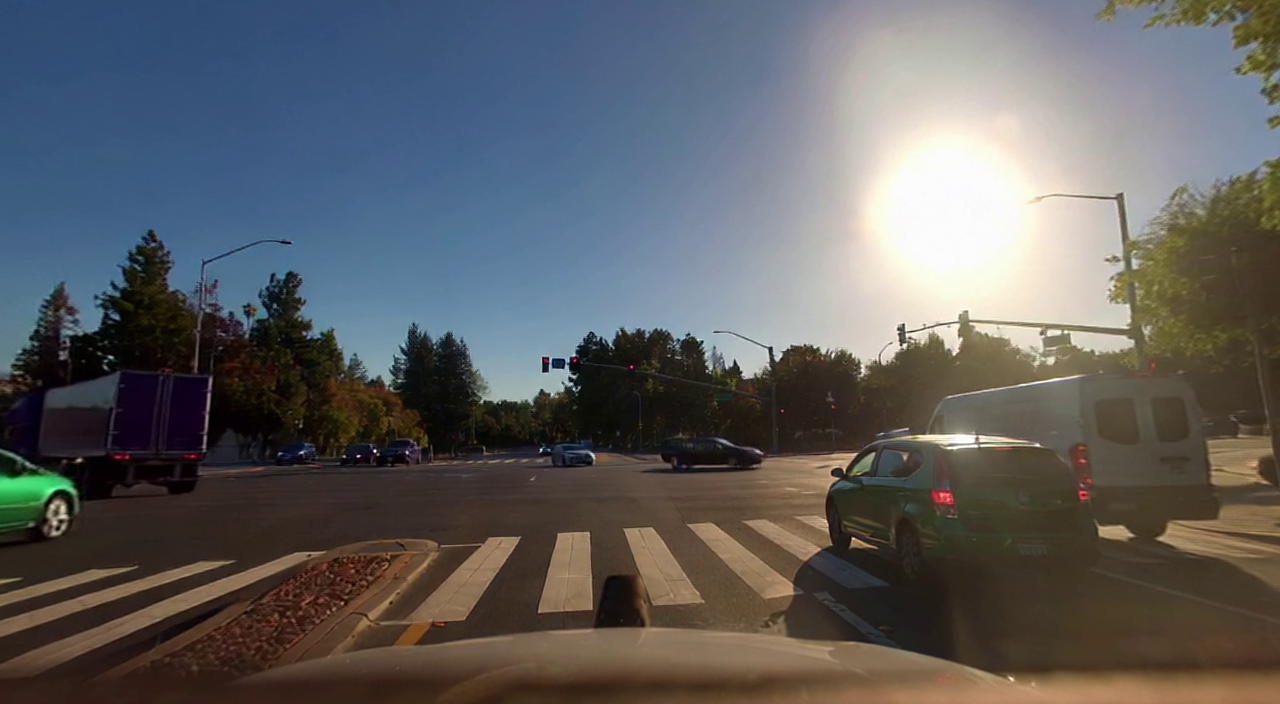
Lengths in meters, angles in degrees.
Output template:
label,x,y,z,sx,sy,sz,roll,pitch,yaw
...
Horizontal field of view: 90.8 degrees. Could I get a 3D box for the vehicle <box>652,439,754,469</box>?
label,x,y,z,sx,sy,sz,roll,pitch,yaw
vehicle,3.265,5.298,32.950,4.846,1.487,2.086,-5,-10,29

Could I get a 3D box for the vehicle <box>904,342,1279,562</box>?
label,x,y,z,sx,sy,sz,roll,pitch,yaw
vehicle,6.551,1.517,9.945,2.332,2.511,5.326,0,-9,-1

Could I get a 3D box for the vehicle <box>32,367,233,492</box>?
label,x,y,z,sx,sy,sz,roll,pitch,yaw
vehicle,-15.928,2.490,19.701,6.726,3.230,3.112,-7,-11,37

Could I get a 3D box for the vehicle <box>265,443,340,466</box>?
label,x,y,z,sx,sy,sz,roll,pitch,yaw
vehicle,-21.803,6.639,41.024,1.859,1.415,4.591,-1,-9,8

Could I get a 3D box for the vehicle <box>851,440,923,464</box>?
label,x,y,z,sx,sy,sz,roll,pitch,yaw
vehicle,17.071,6.903,43.633,4.524,1.560,2.052,4,-10,-28

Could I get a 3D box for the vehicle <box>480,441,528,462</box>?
label,x,y,z,sx,sy,sz,roll,pitch,yaw
vehicle,-10.111,7.462,47.410,2.097,1.484,4.596,-1,-9,8

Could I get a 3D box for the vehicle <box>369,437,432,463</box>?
label,x,y,z,sx,sy,sz,roll,pitch,yaw
vehicle,-17.345,7.146,46.012,2.189,1.753,4.785,-1,-9,8

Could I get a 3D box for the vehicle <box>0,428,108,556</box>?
label,x,y,z,sx,sy,sz,roll,pitch,yaw
vehicle,-8.495,1.575,6.902,1.993,1.496,4.524,1,-9,-10

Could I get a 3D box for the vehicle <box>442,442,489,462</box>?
label,x,y,z,sx,sy,sz,roll,pitch,yaw
vehicle,-13.145,7.585,47.863,1.845,1.426,4.289,-1,-9,8
